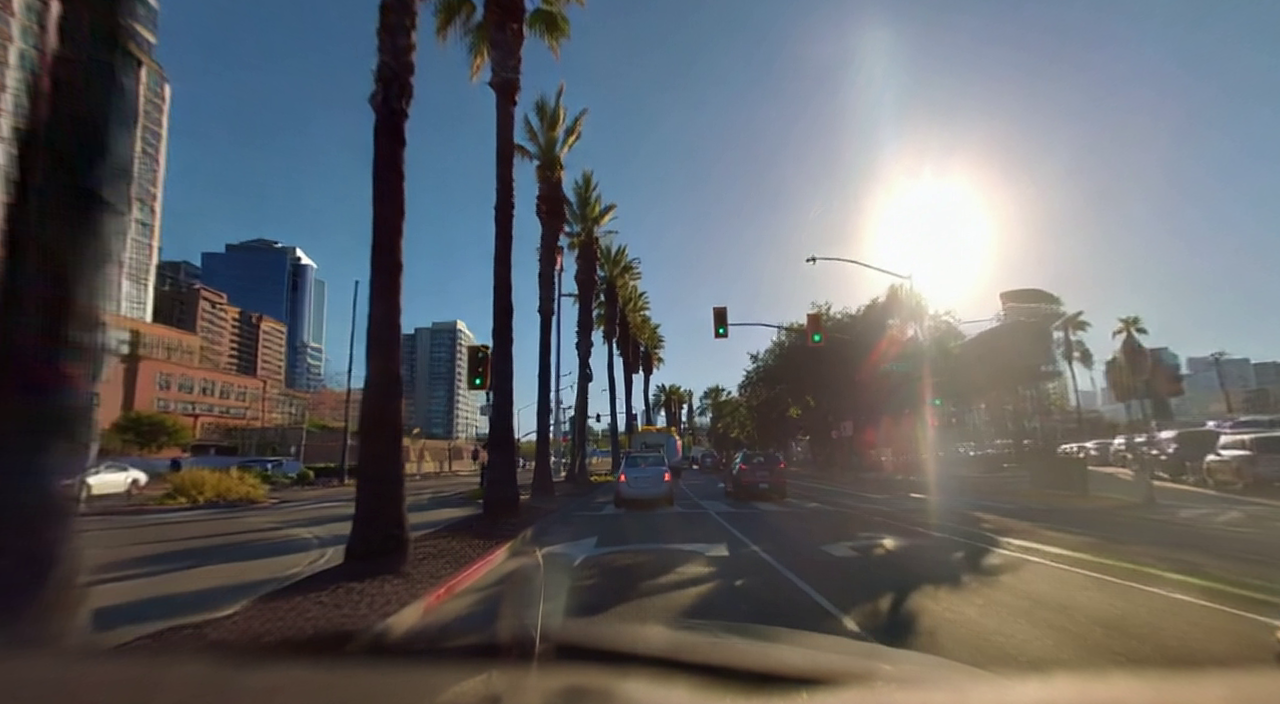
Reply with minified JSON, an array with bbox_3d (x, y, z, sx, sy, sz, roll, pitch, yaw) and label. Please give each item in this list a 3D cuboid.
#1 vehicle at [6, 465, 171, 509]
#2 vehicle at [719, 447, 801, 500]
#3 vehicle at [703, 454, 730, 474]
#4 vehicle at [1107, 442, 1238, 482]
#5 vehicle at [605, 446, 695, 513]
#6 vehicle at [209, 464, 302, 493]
[{"bbox_3d":[-21.580,5.265,25.048,1.844,1.478,4.618,-2,-10,13],"label":"vehicle"},{"bbox_3d":[3.690,3.807,20.069,1.909,1.500,3.524,0,-9,0],"label":"vehicle"},{"bbox_3d":[6.048,8.788,49.560,2.013,1.465,3.800,-2,-9,8],"label":"vehicle"},{"bbox_3d":[21.541,4.488,25.866,1.852,1.455,4.673,-2,-9,9],"label":"vehicle"},{"bbox_3d":[0.276,3.218,16.302,2.048,1.503,3.681,-1,-9,1],"label":"vehicle"},{"bbox_3d":[-22.100,7.268,36.531,1.809,1.472,4.601,-3,-10,13],"label":"vehicle"}]
